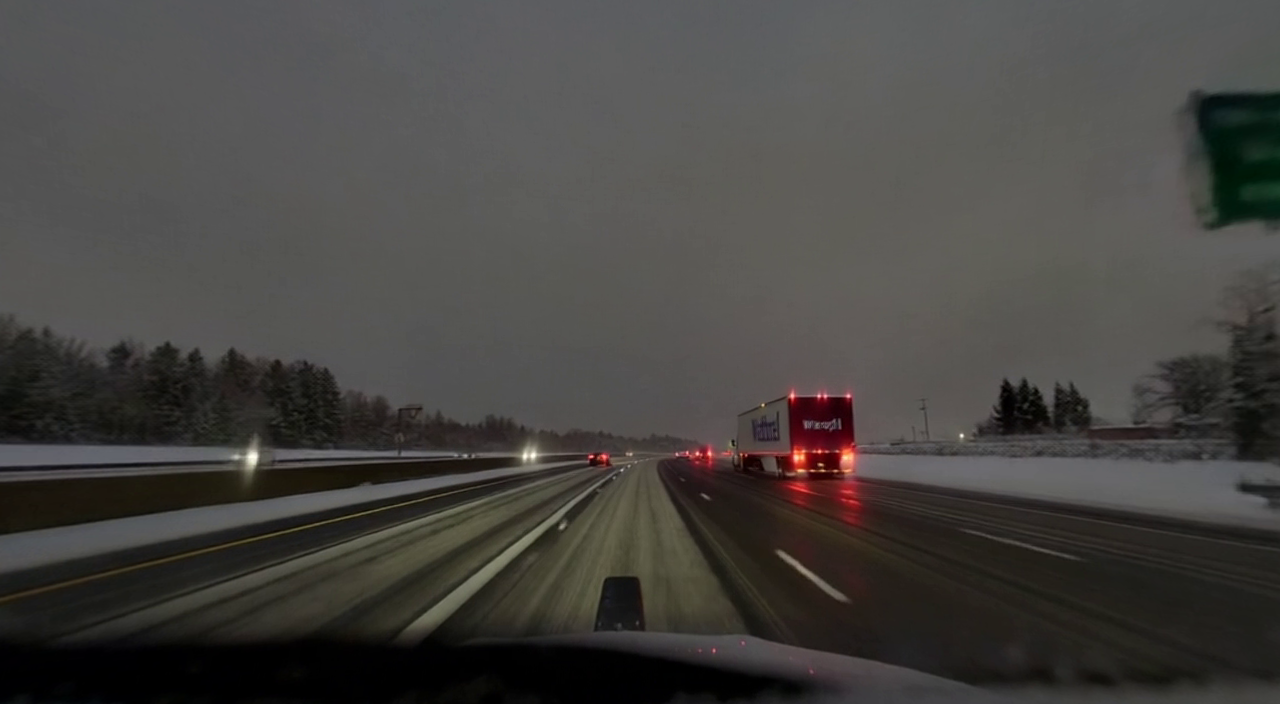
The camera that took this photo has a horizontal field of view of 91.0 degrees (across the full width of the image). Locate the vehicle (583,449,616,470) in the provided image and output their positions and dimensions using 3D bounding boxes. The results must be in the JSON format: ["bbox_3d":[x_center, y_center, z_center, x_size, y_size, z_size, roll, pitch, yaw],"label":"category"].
[{"bbox_3d":[-3.066,8.236,48.445,2.164,1.507,4.748,0,-9,1],"label":"vehicle"}]

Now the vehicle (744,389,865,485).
[{"bbox_3d":[8.442,4.847,35.234,2.912,4.143,15.538,0,-9,1],"label":"vehicle"}]
